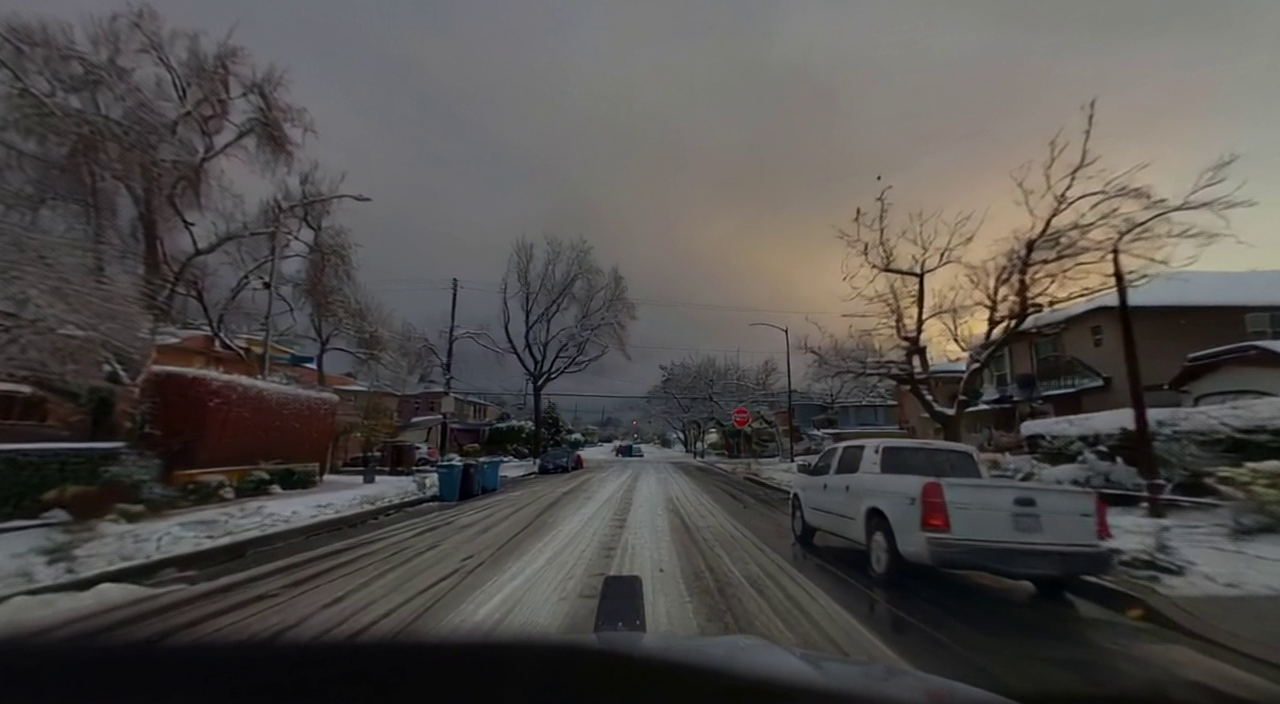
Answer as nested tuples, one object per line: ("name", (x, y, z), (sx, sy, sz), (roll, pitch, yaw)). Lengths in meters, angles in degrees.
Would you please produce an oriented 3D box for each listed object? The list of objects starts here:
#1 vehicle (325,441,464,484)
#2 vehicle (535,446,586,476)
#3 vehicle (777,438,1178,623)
("vehicle", (-10.154, 4.595, 26.409), (4.933, 1.547, 2.125), (-2, -8, 1))
("vehicle", (-4.201, 5.829, 34.087), (1.987, 1.459, 4.473), (-1, -8, 2))
("vehicle", (3.107, 1.710, 7.136), (2.043, 1.411, 4.331), (0, -8, -2))
